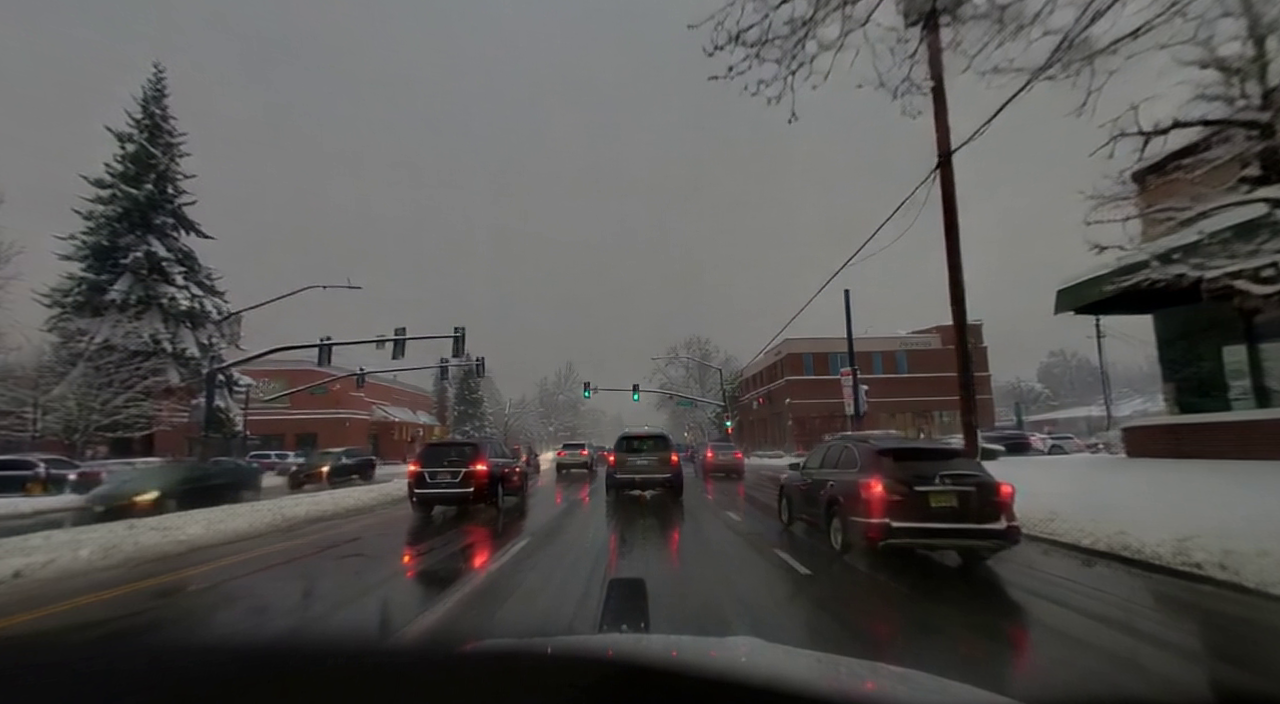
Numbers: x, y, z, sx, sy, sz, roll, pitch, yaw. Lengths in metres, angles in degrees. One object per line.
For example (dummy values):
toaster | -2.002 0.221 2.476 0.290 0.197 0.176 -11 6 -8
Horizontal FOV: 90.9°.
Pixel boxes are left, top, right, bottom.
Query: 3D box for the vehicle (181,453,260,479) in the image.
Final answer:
vehicle | -29.453 7.996 44.294 4.337 1.690 1.875 -2 -8 5

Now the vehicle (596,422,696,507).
vehicle | 0.162 2.645 15.214 2.075 1.770 4.018 0 -8 1

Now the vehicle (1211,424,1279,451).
vehicle | 43.538 5.990 44.266 4.557 1.700 1.876 -5 -9 17

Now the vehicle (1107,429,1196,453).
vehicle | 37.398 6.503 46.191 4.409 1.696 2.180 -2 -9 11

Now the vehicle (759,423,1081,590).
vehicle | 2.963 1.725 7.967 2.030 1.492 4.383 0 -8 0

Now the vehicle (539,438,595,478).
vehicle | -3.101 4.591 27.558 1.894 1.642 3.861 0 -8 2

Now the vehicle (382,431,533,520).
vehicle | -3.695 2.568 13.655 1.886 1.599 4.247 0 -8 1

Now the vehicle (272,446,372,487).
vehicle | -14.697 5.281 29.481 2.099 1.696 4.746 0 -8 1

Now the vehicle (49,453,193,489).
vehicle | -29.809 6.817 36.506 2.021 1.802 5.987 -5 -10 30

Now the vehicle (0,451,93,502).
vehicle | -24.475 4.759 24.227 1.919 1.831 5.335 0 -8 2

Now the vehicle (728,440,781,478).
vehicle | 4.863 4.488 26.707 1.986 1.457 4.566 -2 -8 11
